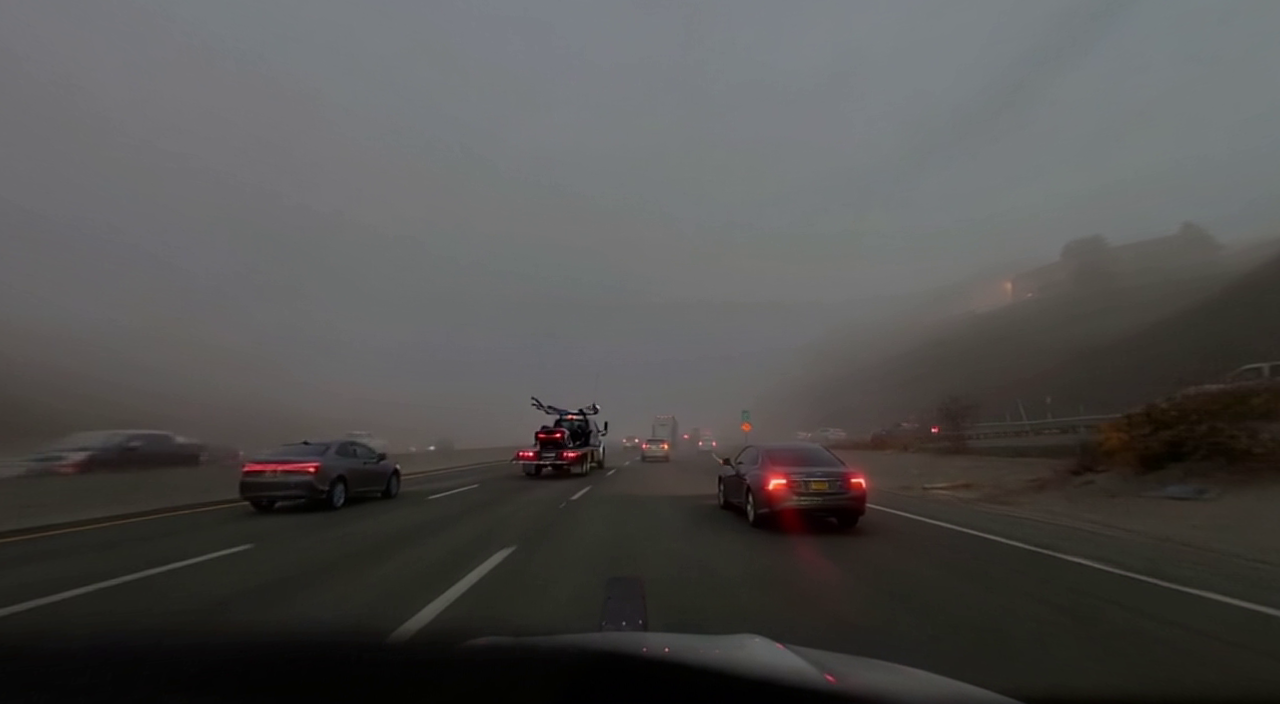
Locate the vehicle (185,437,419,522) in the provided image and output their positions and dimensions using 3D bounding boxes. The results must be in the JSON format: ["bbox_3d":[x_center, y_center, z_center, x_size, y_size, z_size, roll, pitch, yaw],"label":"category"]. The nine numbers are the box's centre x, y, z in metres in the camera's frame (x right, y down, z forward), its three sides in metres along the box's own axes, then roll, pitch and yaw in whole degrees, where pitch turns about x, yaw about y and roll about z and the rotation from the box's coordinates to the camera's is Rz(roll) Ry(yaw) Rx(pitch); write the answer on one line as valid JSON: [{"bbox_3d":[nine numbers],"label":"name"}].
[{"bbox_3d":[-6.519,2.494,13.031,1.964,1.395,4.948,0,-8,2],"label":"vehicle"}]

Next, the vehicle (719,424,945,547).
[{"bbox_3d":[2.636,1.951,9.934,2.040,1.481,4.260,0,-8,-3],"label":"vehicle"}]

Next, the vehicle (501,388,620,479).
[{"bbox_3d":[-2.765,3.414,25.885,3.162,2.955,10.282,0,-8,2],"label":"vehicle"}]

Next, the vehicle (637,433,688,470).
[{"bbox_3d":[0.984,4.379,27.801,2.079,1.499,3.915,0,-8,2],"label":"vehicle"}]

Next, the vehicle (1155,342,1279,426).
[{"bbox_3d":[13.991,0.725,13.580,1.979,1.616,4.268,1,-8,-4],"label":"vehicle"}]

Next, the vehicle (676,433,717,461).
[{"bbox_3d":[3.413,5.847,39.023,2.075,1.614,4.682,0,-8,-1],"label":"vehicle"}]

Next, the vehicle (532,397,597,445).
[{"bbox_3d":[-2.831,2.789,24.710,1.893,1.674,4.766,0,-8,1],"label":"vehicle"}]

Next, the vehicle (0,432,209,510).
[{"bbox_3d":[-12.638,2.652,14.600,2.123,1.511,4.343,0,-8,3],"label":"vehicle"}]
